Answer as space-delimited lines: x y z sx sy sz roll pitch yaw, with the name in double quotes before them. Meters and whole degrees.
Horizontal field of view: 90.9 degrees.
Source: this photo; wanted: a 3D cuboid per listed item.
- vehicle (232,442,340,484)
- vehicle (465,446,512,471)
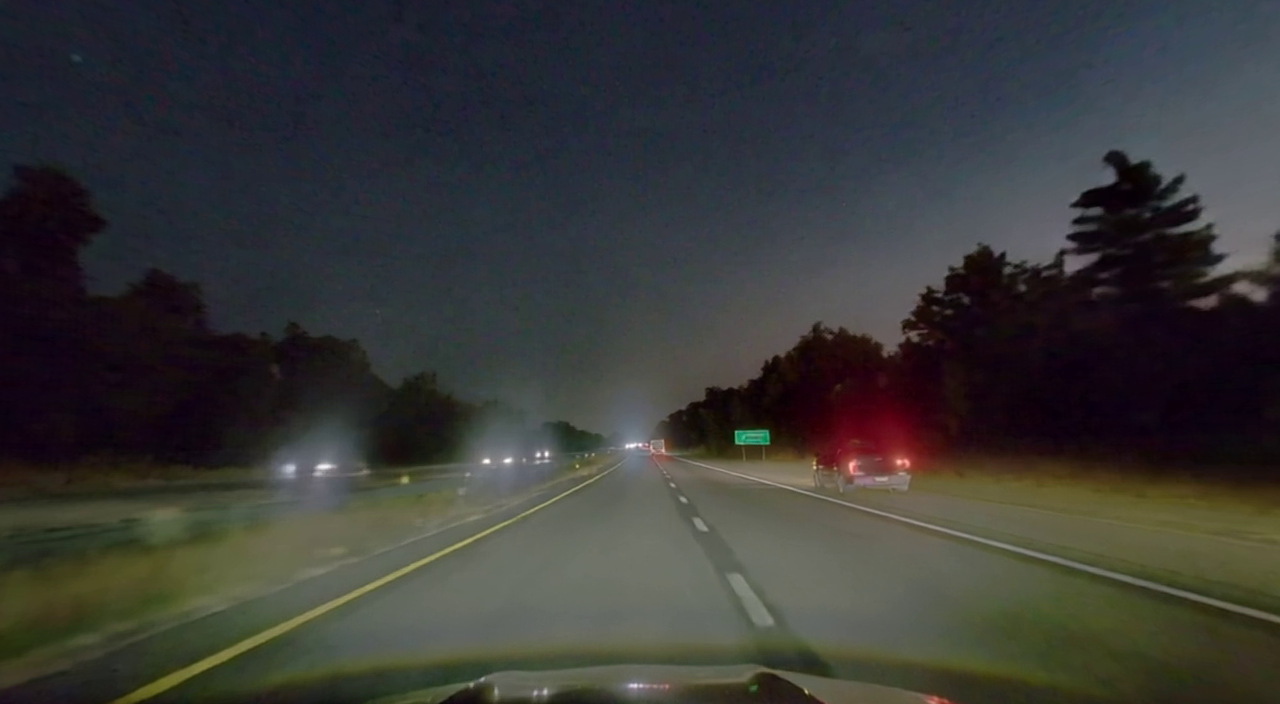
"vehicle" -13.386 4.209 24.112 1.873 1.466 3.722 0 -9 1
"vehicle" -9.605 6.777 40.284 1.898 1.473 4.010 0 -9 1
